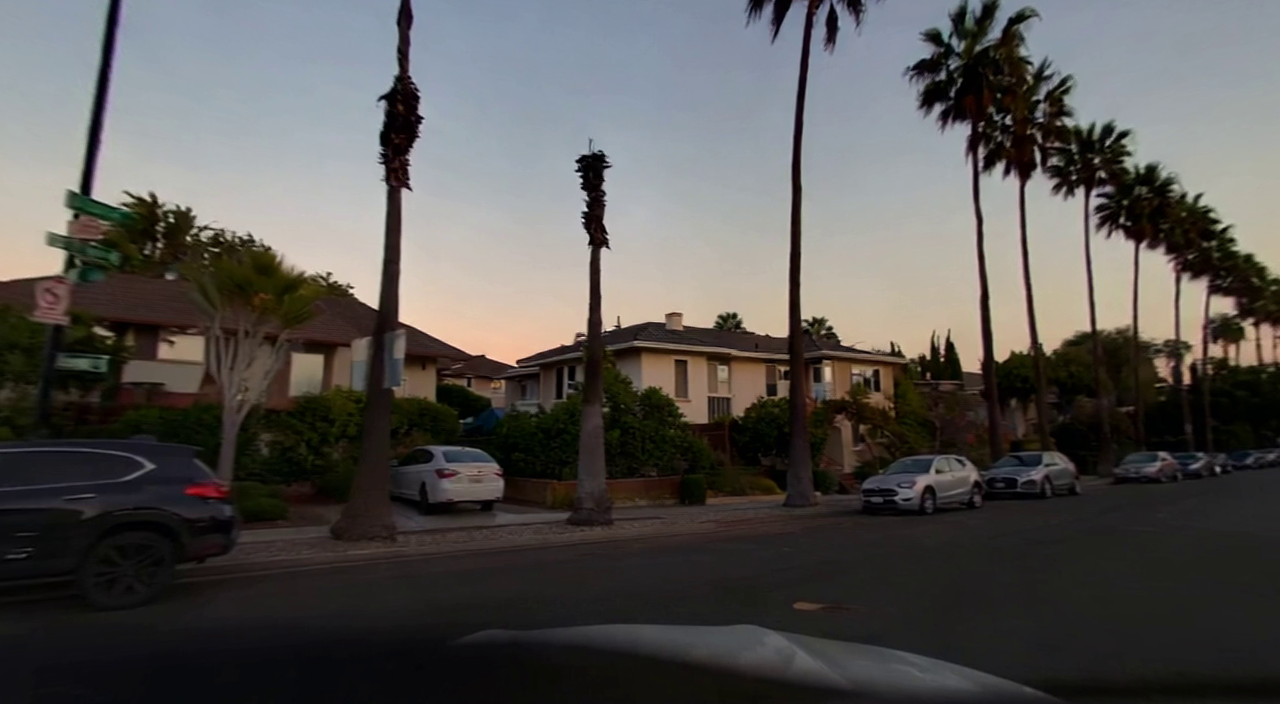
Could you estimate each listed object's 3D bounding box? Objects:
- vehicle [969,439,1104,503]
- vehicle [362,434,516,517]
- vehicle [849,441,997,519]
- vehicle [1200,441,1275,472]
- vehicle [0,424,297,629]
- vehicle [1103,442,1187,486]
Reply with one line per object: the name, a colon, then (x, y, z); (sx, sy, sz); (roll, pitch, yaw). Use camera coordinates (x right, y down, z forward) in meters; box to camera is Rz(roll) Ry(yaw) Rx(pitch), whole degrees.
vehicle: (13.249, 3.853, 20.997); (5.168, 1.819, 2.020); (6, -11, -38)
vehicle: (-4.830, 2.816, 14.872); (2.134, 1.630, 4.057); (6, -11, -37)
vehicle: (7.255, 3.162, 16.120); (3.777, 1.697, 1.816); (6, -11, -39)
vehicle: (38.485, 6.663, 40.607); (5.876, 1.808, 2.316); (5, -11, -36)
vehicle: (-5.962, 1.546, 5.930); (4.469, 1.655, 1.978); (6, -11, -37)
vehicle: (22.952, 5.012, 28.652); (4.381, 1.803, 1.947); (6, -11, -40)
